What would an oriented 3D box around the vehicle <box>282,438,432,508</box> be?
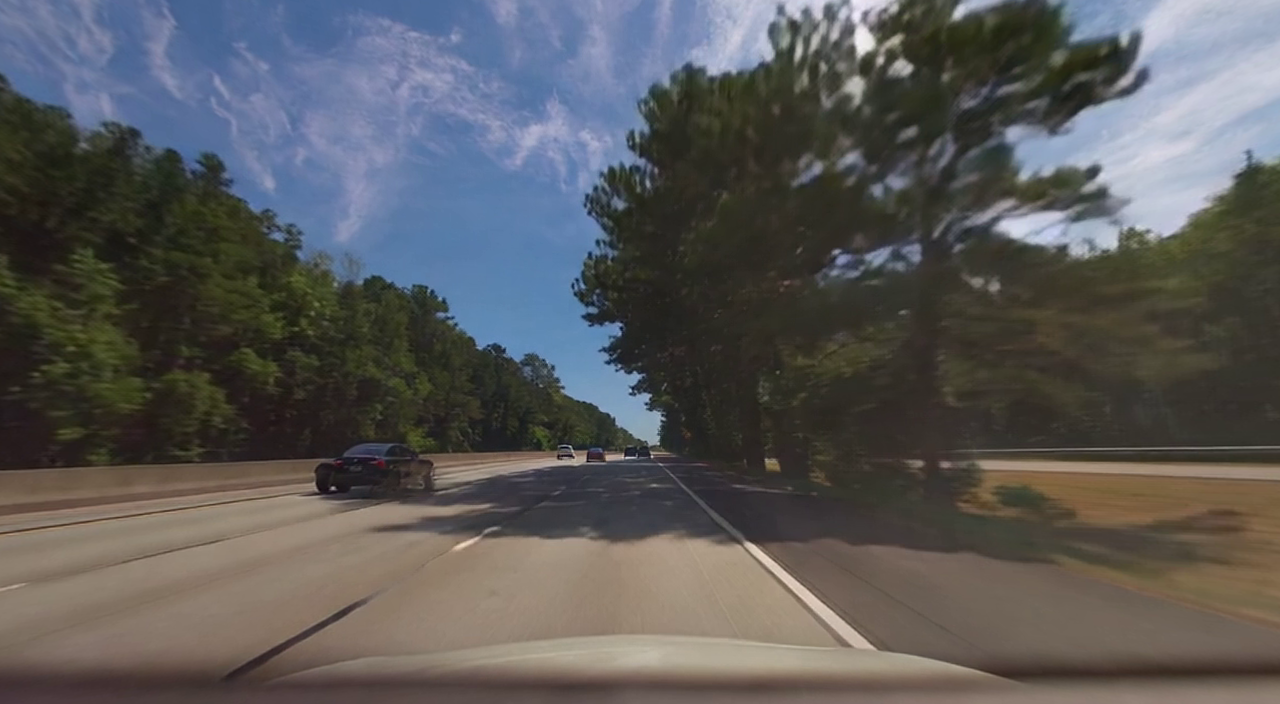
[{"bbox_3d":[-7.302,3.151,16.816,2.007,1.616,4.141,0,-9,1],"label":"vehicle"}]
